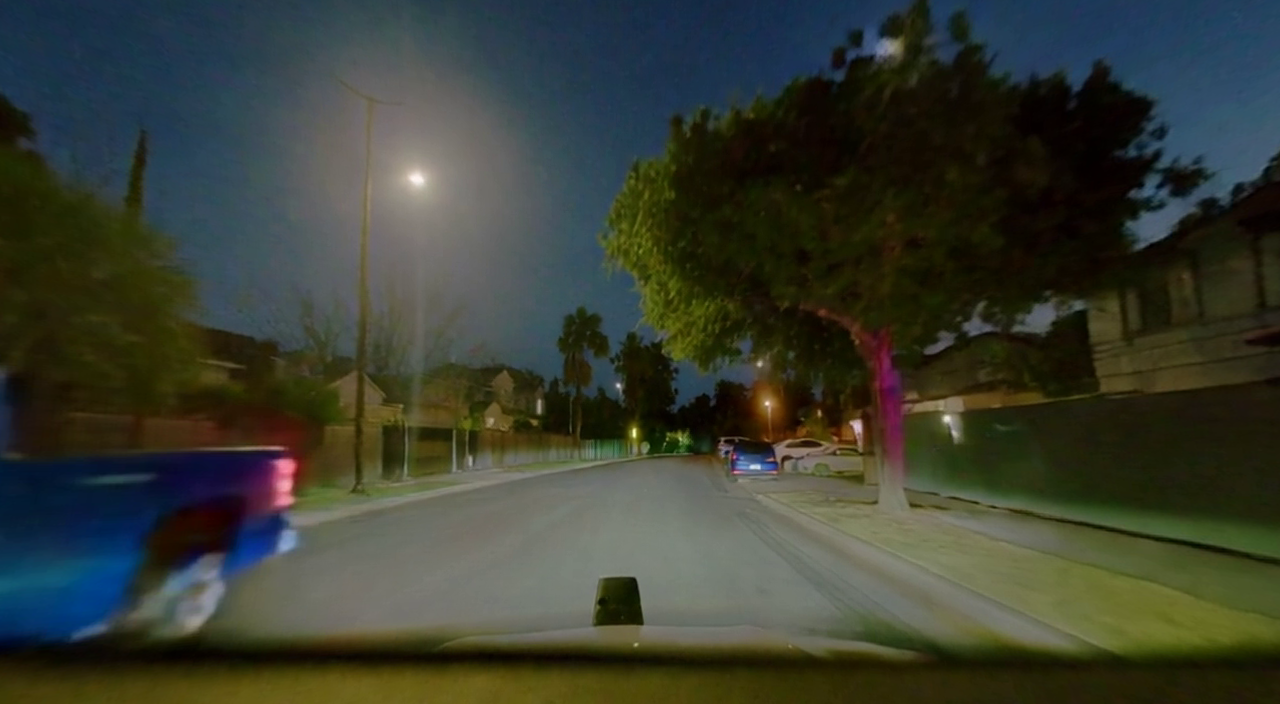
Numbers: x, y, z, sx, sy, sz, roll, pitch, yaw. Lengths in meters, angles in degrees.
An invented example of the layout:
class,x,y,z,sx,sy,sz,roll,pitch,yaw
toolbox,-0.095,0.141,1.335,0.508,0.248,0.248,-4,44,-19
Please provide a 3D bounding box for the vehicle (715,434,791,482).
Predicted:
class,x,y,z,sx,sy,sz,roll,pitch,yaw
vehicle,4.228,4.053,24.424,2.051,1.676,4.497,0,-8,-1

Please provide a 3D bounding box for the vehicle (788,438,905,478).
class,x,y,z,sx,sy,sz,roll,pitch,yaw
vehicle,8.293,4.255,25.619,4.057,1.483,1.828,0,-7,-2

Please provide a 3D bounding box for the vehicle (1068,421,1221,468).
class,x,y,z,sx,sy,sz,roll,pitch,yaw
vehicle,18.523,3.397,23.400,3.903,1.592,1.921,-1,-7,12

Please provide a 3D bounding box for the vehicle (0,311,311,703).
class,x,y,z,sx,sy,sz,roll,pitch,yaw
vehicle,-4.349,0.708,2.508,2.274,2.008,6.986,0,-8,1
